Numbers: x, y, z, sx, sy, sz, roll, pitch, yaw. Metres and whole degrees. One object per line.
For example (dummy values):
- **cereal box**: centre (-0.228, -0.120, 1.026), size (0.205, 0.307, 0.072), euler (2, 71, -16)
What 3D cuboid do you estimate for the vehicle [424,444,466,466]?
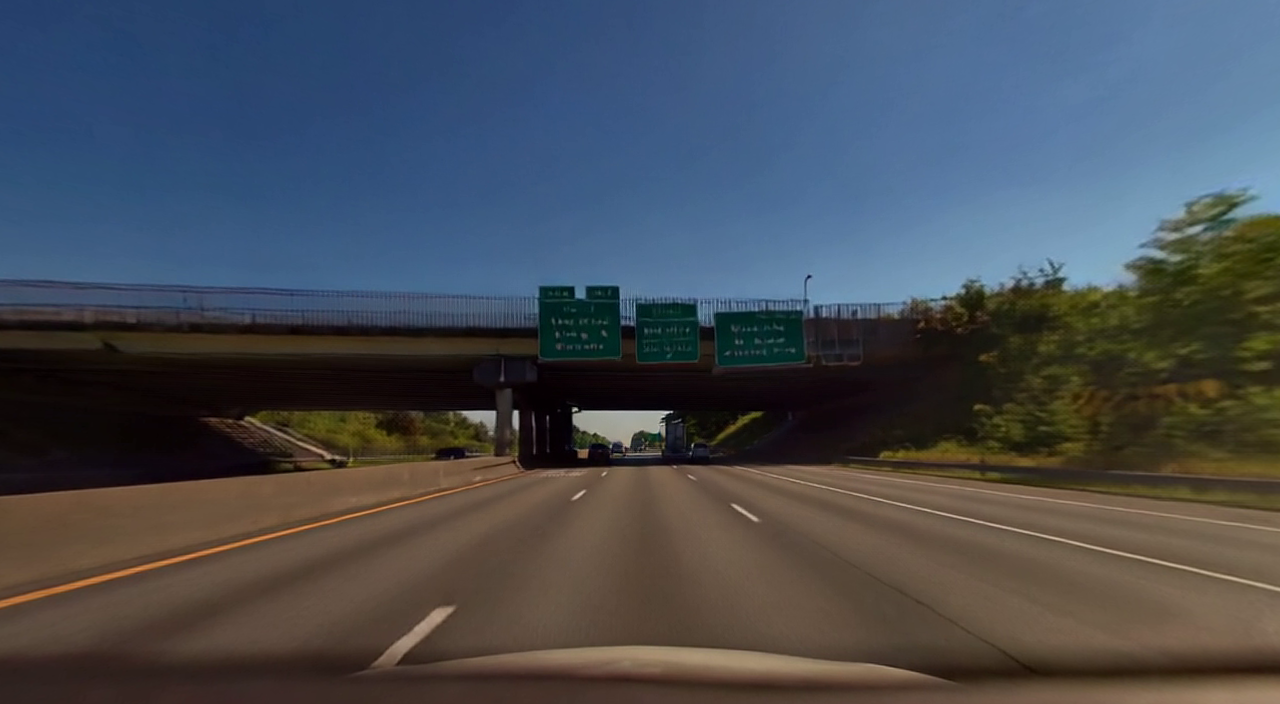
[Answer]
- **vehicle**: centre (-15.330, 8.101, 49.792), size (1.948, 1.617, 4.249), euler (0, -9, 0)

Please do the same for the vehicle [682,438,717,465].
- **vehicle**: centre (4.508, 7.610, 48.313), size (2.100, 1.889, 4.969), euler (0, -9, -1)
